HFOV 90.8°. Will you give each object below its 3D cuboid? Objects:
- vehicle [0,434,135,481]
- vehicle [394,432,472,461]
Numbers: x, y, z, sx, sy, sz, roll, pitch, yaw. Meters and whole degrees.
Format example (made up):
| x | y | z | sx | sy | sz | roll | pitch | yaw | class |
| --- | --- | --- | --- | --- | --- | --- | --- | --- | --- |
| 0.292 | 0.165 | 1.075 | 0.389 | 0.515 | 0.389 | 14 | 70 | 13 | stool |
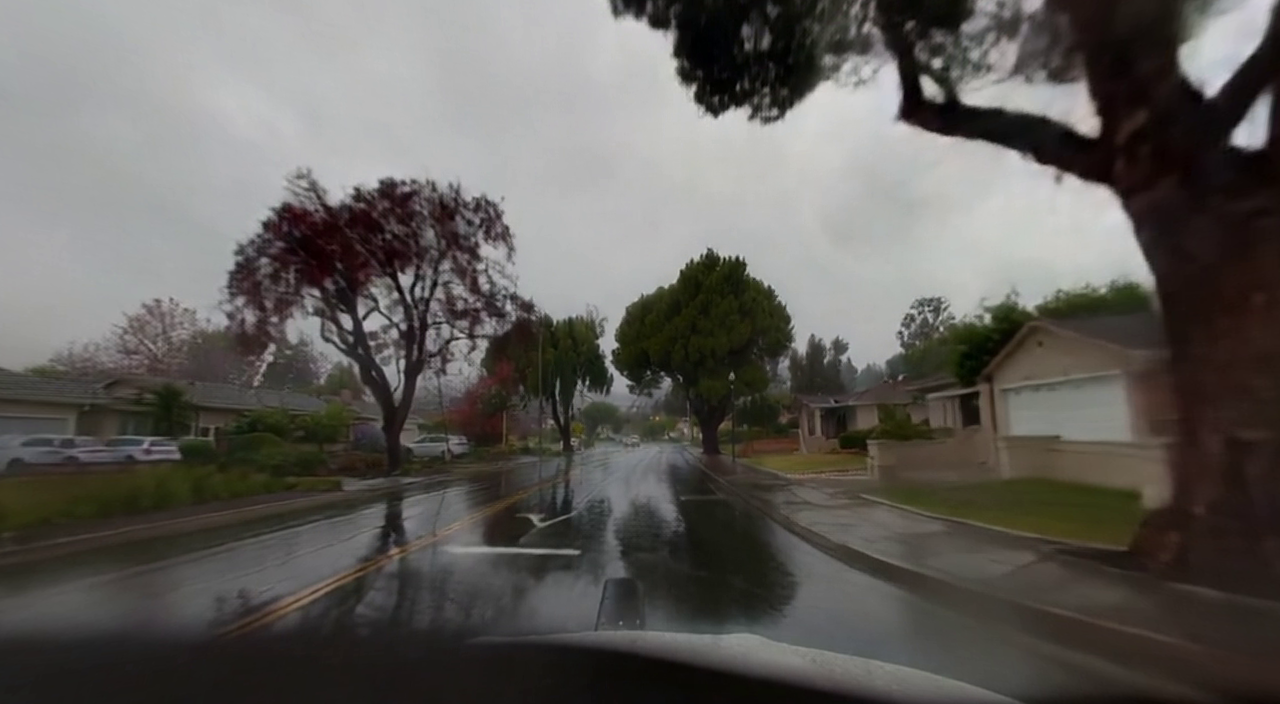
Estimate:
| x | y | z | sx | sy | sz | roll | pitch | yaw | class |
| --- | --- | --- | --- | --- | --- | --- | --- | --- | --- |
| -19.778 | 3.474 | 20.841 | 4.373 | 1.464 | 1.917 | 2 | -10 | -18 | vehicle |
| -13.100 | 5.999 | 40.202 | 4.370 | 1.761 | 1.901 | 1 | -8 | -5 | vehicle |
